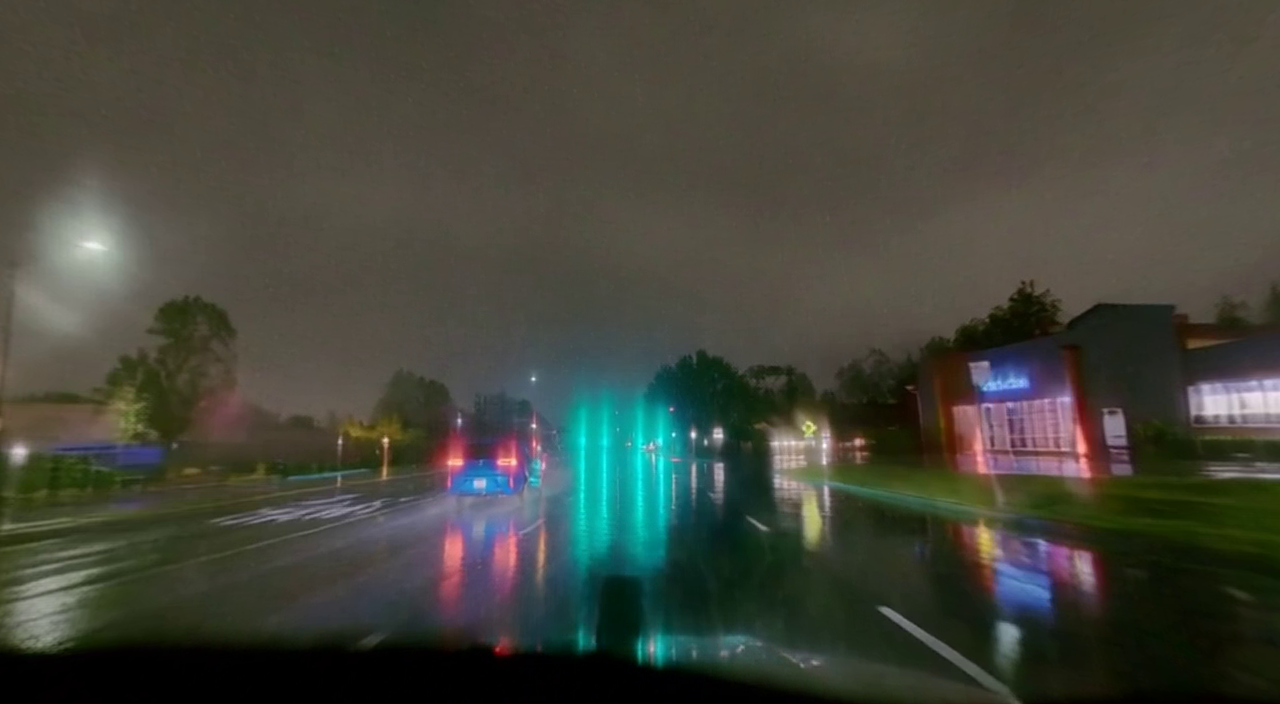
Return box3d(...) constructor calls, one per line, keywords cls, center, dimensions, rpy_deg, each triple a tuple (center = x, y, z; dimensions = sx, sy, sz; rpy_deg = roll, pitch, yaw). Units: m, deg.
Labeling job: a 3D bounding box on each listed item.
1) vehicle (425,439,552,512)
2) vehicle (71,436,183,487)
box3d(cls="vehicle", center=(-3.450, 2.876, 15.248), dimensions=(2.005, 1.477, 4.169), rpy_deg=(0, -8, 0))
box3d(cls="vehicle", center=(-26.154, 5.580, 32.368), dimensions=(3.358, 2.439, 2.686), rpy_deg=(1, -8, -7))
